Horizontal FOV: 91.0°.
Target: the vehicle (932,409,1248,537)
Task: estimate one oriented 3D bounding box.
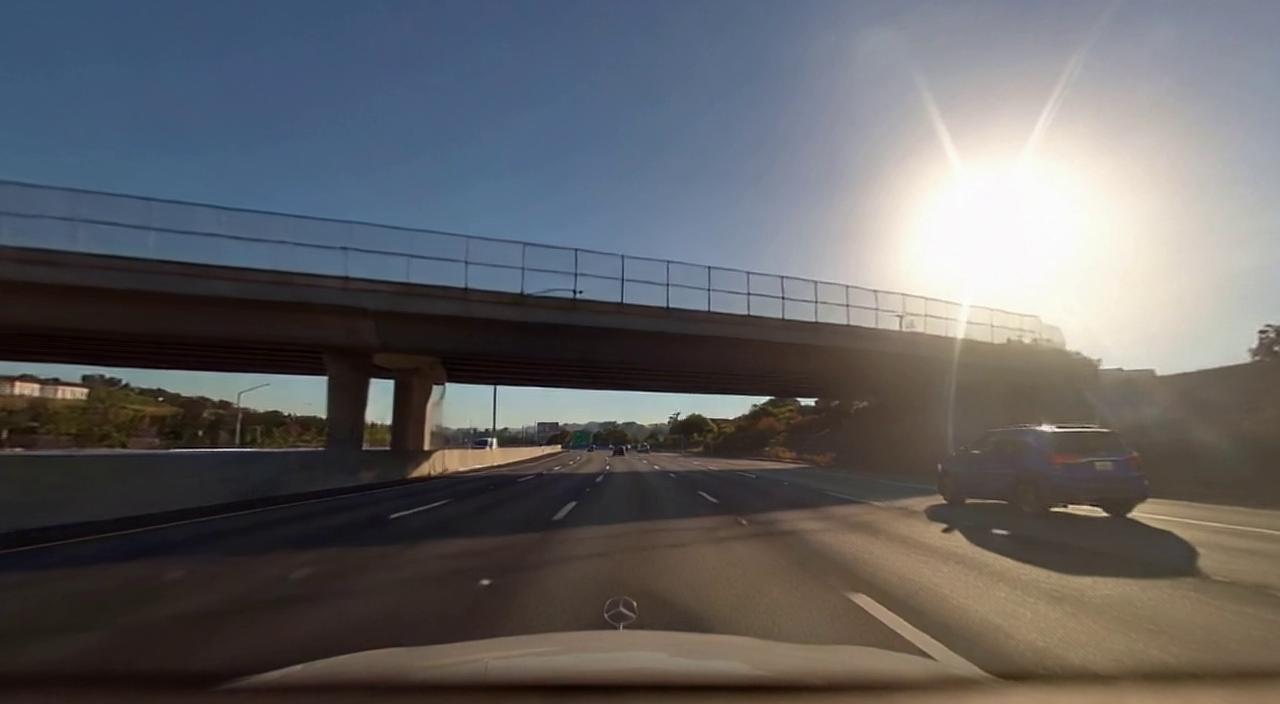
[{"bbox_3d":[7.149,1.973,10.808,2.091,1.711,4.383,0,-9,-1],"label":"vehicle"}]
